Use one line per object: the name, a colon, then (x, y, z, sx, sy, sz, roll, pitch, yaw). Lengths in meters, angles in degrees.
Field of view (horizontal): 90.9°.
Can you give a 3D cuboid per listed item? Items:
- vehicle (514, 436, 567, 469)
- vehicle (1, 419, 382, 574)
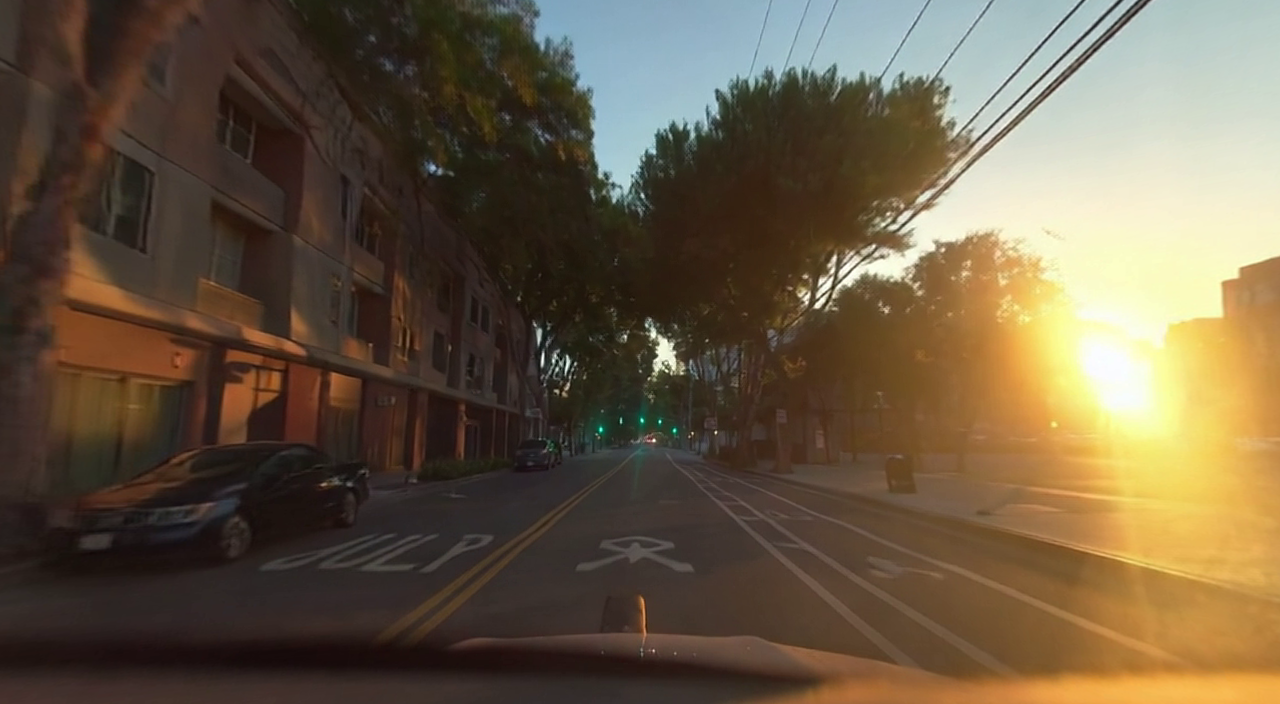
vehicle: (-5.578, 5.673, 36.003, 2.147, 1.701, 4.879, 1, -8, 1)
vehicle: (-5.901, 1.917, 9.313, 2.223, 1.658, 4.621, 1, -8, 0)
